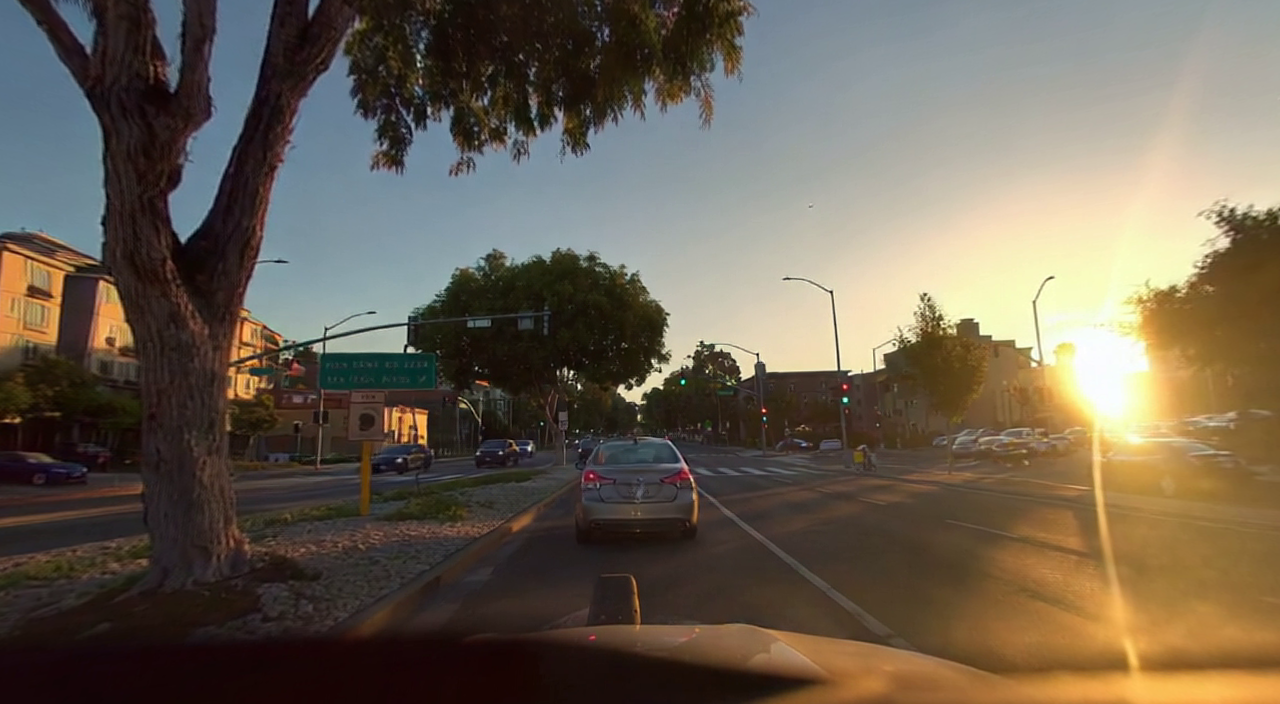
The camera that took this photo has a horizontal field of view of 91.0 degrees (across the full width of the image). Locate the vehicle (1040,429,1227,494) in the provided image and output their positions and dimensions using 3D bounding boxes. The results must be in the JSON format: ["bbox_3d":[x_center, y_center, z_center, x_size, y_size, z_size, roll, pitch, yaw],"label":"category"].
[{"bbox_3d":[13.076,2.919,17.060,1.859,1.525,3.948,0,-9,1],"label":"vehicle"}]

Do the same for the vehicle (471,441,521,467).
[{"bbox_3d":[-8.798,6.245,38.759,1.994,1.474,4.411,0,-9,0],"label":"vehicle"}]

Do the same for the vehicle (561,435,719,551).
[{"bbox_3d":[-0.107,2.110,10.155,2.010,1.447,4.121,0,-9,-3],"label":"vehicle"}]

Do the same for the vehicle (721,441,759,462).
[{"bbox_3d":[6.966,6.991,44.288,1.932,1.439,4.159,0,-9,-1],"label":"vehicle"}]

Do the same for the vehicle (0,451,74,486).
[{"bbox_3d":[-27.408,5.025,27.215,1.773,1.438,4.268,0,-9,2],"label":"vehicle"}]

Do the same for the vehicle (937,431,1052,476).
[{"bbox_3d":[13.068,3.773,23.501,1.887,1.504,3.898,0,-9,-2],"label":"vehicle"}]

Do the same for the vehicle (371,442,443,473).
[{"bbox_3d":[-12.259,5.574,33.426,2.125,1.495,4.308,0,-9,1],"label":"vehicle"}]
